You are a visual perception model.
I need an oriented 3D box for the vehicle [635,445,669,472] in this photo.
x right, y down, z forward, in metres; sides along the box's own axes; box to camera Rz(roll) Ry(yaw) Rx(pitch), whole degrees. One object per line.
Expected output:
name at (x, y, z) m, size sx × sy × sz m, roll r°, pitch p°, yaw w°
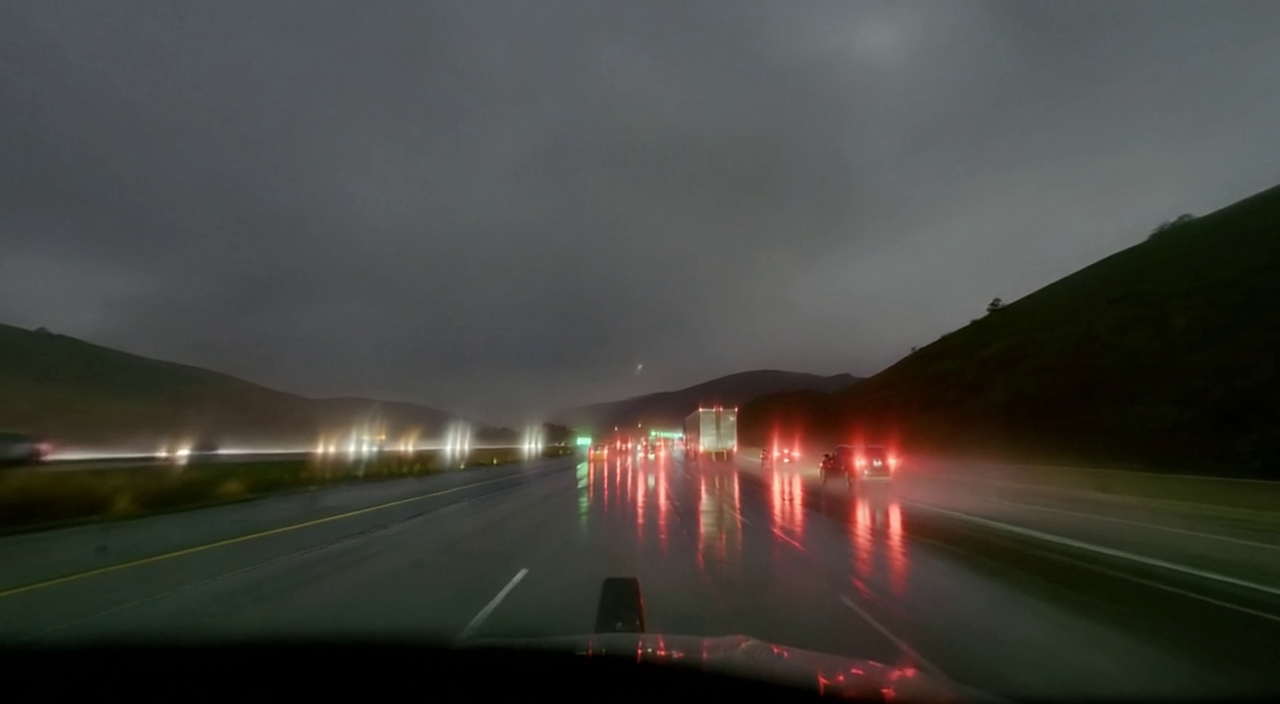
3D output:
vehicle at (0.675, 6.149, 36.616) m, size 1.866 × 1.492 × 3.932 m, roll 0°, pitch -9°, yaw 0°

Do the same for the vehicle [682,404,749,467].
vehicle at (4.718, 5.634, 41.812) m, size 3.130 × 3.607 × 11.129 m, roll 0°, pitch -9°, yaw 0°

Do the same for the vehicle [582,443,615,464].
vehicle at (-3.068, 7.632, 47.487) m, size 2.132 × 1.506 × 4.256 m, roll 0°, pitch -9°, yaw 0°

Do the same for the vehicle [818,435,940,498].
vehicle at (7.087, 3.433, 19.254) m, size 2.044 × 1.676 × 4.421 m, roll 0°, pitch -9°, yaw 1°

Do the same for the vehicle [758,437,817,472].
vehicle at (8.063, 5.660, 34.901) m, size 2.143 × 1.775 × 4.729 m, roll 0°, pitch -9°, yaw 0°
